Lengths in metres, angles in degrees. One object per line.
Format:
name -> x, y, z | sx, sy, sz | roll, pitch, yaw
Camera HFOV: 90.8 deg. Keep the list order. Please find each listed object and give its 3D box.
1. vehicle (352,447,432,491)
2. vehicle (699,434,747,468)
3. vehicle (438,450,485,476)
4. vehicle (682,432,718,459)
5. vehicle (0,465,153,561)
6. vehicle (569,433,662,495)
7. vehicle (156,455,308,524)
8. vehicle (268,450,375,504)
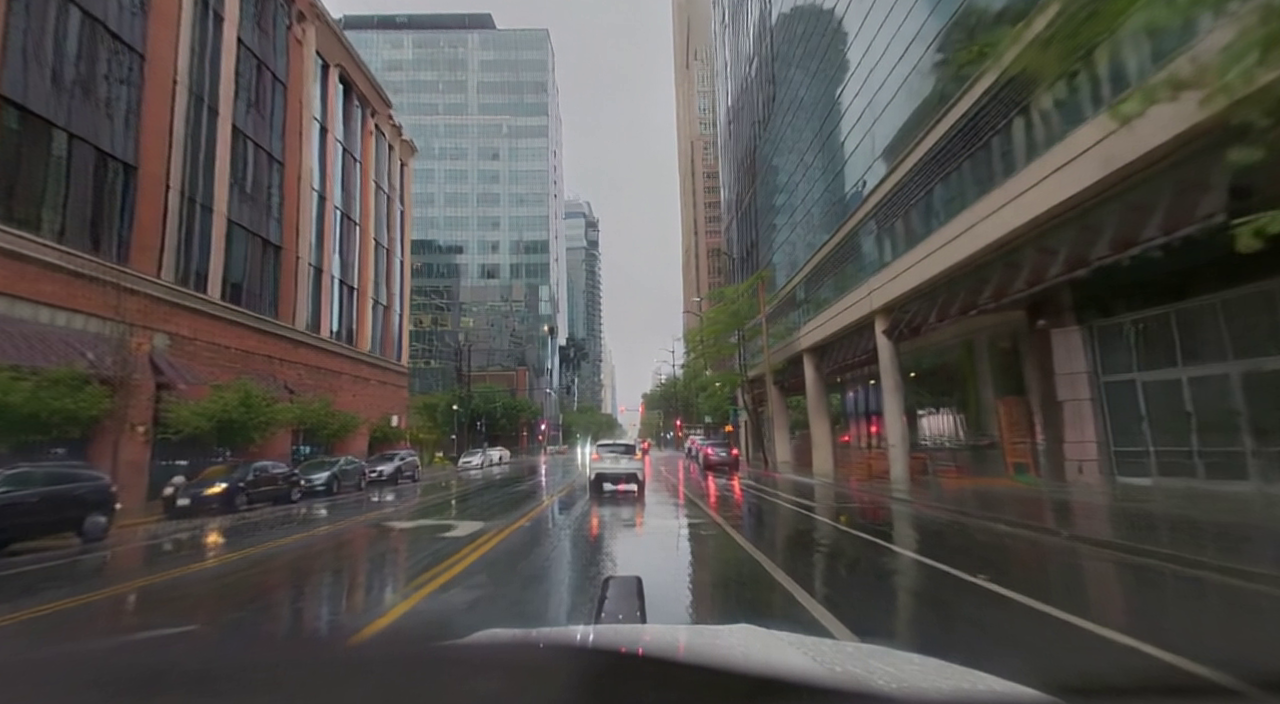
vehicle -> -12.037, 5.674, 31.025 | 2.090, 1.784, 4.832 | -4, -8, -2
vehicle -> 4.381, 5.318, 34.116 | 1.924, 1.645, 4.528 | -1, -8, 0
vehicle -> -12.330, 7.638, 43.869 | 1.968, 1.469, 4.523 | -3, -8, -1
vehicle -> 4.396, 6.948, 46.981 | 1.972, 1.822, 4.889 | -3, -8, -1
vehicle -> -11.790, 2.923, 11.495 | 1.991, 1.507, 4.879 | -2, -8, 0
vehicle -> -0.609, 3.037, 17.441 | 2.269, 1.479, 3.980 | 0, -8, 0
vehicle -> -12.087, 4.034, 19.068 | 1.976, 1.577, 4.091 | -6, -8, -1
vehicle -> -12.235, 4.785, 24.641 | 1.945, 1.712, 4.648 | -3, -8, -2
